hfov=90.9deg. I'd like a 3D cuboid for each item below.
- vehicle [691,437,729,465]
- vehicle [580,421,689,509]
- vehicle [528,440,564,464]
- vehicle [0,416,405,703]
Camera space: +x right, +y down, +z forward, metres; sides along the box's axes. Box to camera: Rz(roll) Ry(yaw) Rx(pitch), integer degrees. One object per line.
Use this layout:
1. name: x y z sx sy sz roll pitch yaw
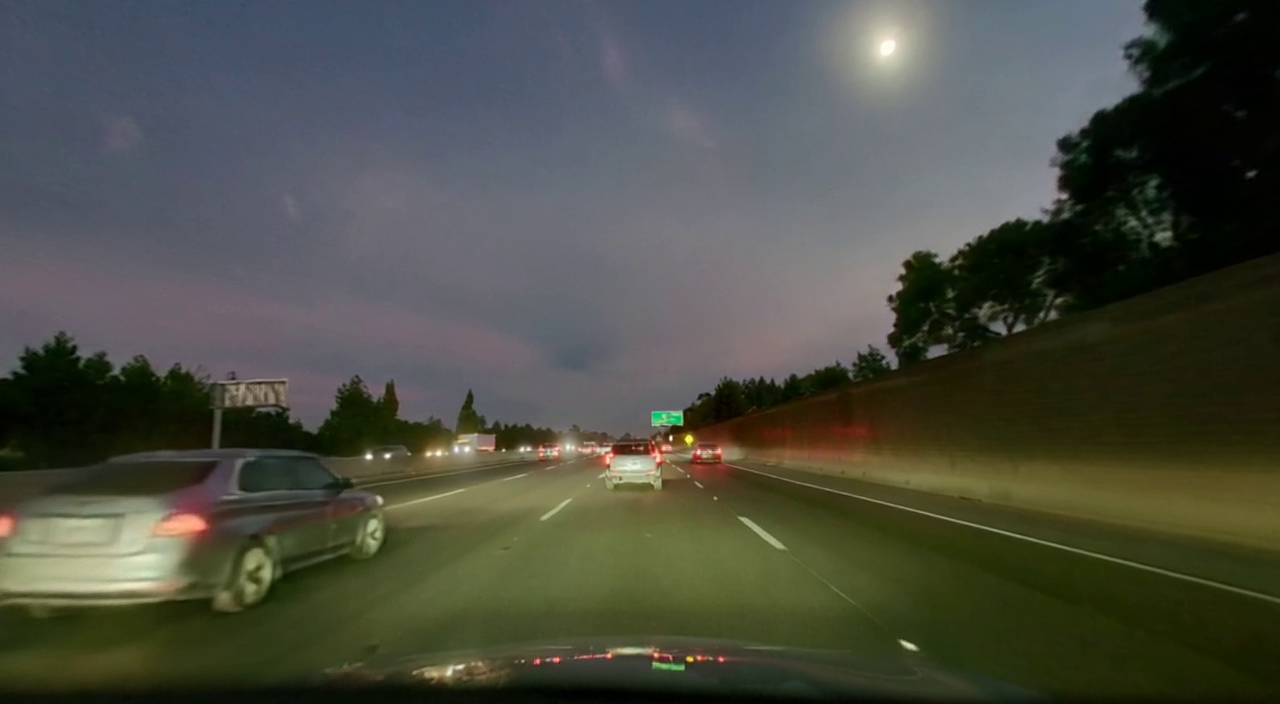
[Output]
1. vehicle: 4.784 6.845 43.791 2.017 1.847 4.299 0 -9 -1
2. vehicle: -0.103 2.667 15.246 2.233 1.804 4.273 0 -9 0
3. vehicle: -7.046 7.557 47.628 2.024 1.706 4.249 0 -9 1
4. vehicle: -3.755 1.359 5.210 1.967 1.442 4.143 0 -9 1
